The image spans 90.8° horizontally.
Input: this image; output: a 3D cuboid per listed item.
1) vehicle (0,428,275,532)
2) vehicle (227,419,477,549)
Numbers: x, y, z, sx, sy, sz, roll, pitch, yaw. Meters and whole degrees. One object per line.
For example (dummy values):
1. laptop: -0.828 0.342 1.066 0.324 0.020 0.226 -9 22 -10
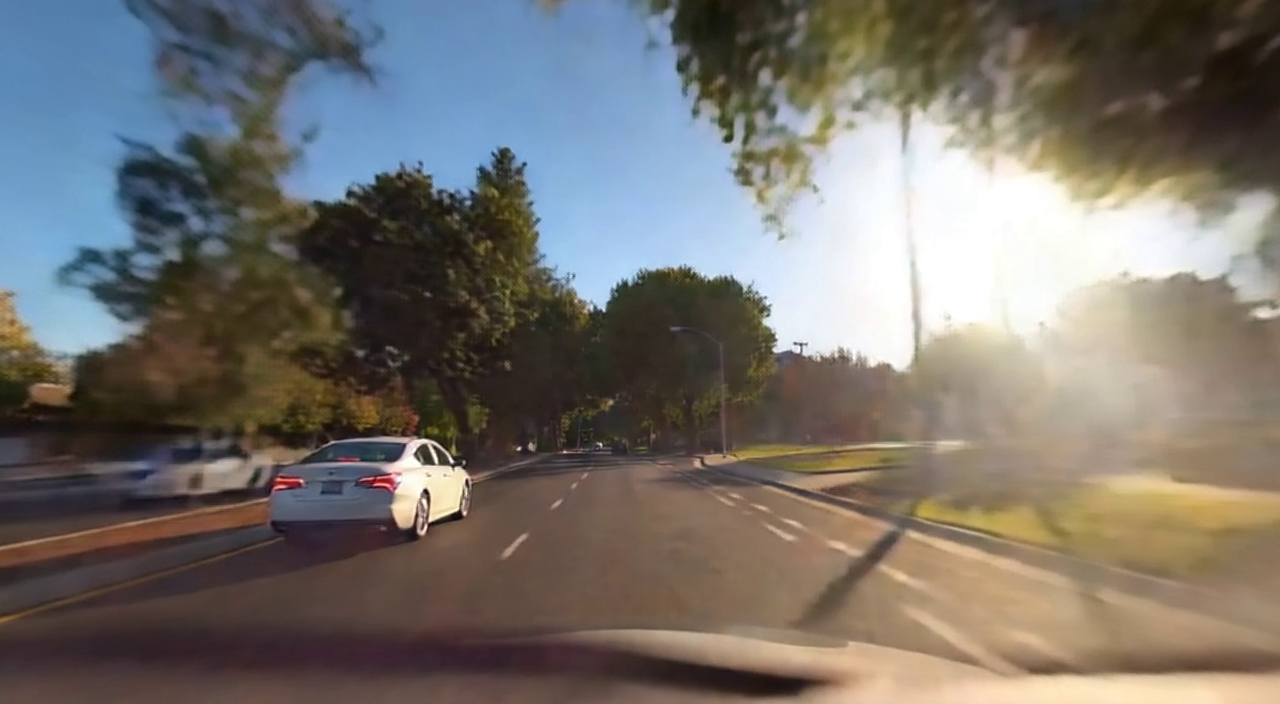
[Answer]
1. vehicle: -9.453 2.359 12.332 2.084 1.521 4.669 -3 -8 -3
2. vehicle: -3.989 1.882 9.722 1.915 1.521 4.283 0 -8 -2
